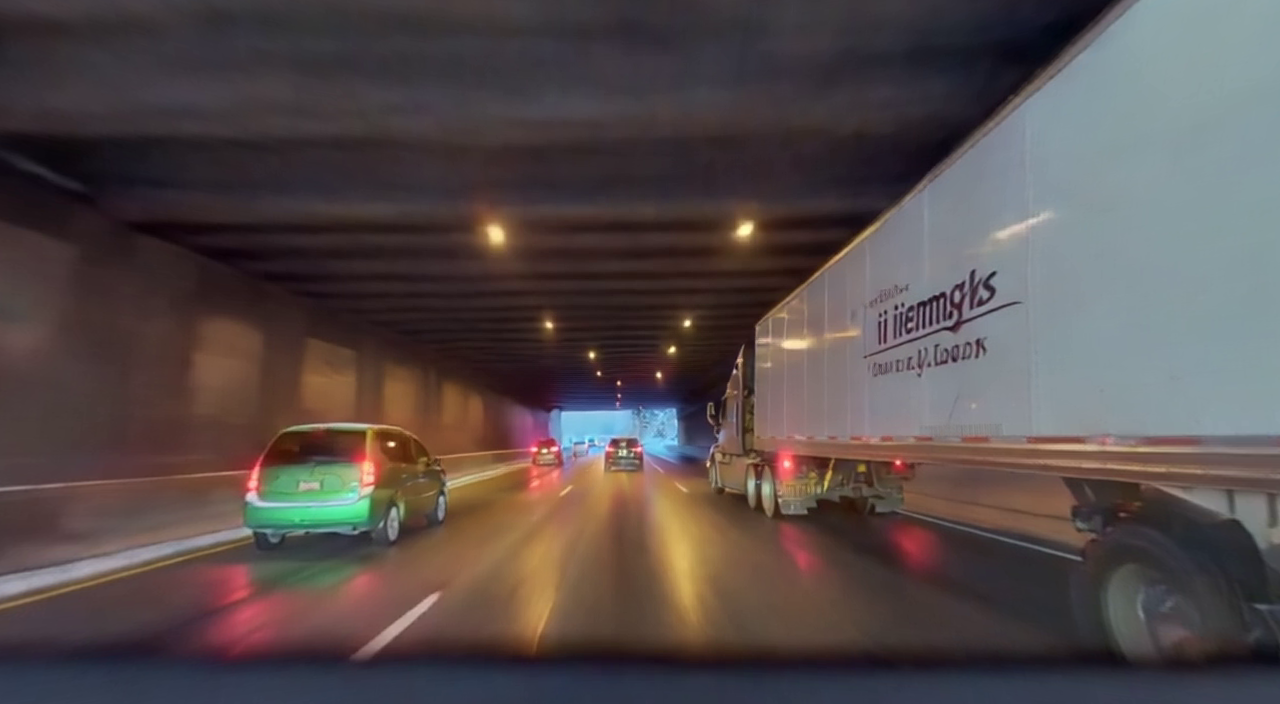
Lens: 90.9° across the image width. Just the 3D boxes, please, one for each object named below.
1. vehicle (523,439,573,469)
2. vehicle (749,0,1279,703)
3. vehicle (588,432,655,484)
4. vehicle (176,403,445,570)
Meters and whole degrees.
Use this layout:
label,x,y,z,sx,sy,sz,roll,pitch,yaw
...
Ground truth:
label,x,y,z,sx,sy,sz,roll,pitch,yaw
vehicle,-4.652,5.240,32.583,2.019,1.435,4.317,0,-8,-1
vehicle,3.840,0.147,5.968,2.842,4.108,14.081,0,-8,-1
vehicle,-0.607,3.620,21.762,2.094,1.600,3.666,0,-8,-1
vehicle,-3.829,1.583,7.955,1.826,1.695,2.870,0,-8,-1
